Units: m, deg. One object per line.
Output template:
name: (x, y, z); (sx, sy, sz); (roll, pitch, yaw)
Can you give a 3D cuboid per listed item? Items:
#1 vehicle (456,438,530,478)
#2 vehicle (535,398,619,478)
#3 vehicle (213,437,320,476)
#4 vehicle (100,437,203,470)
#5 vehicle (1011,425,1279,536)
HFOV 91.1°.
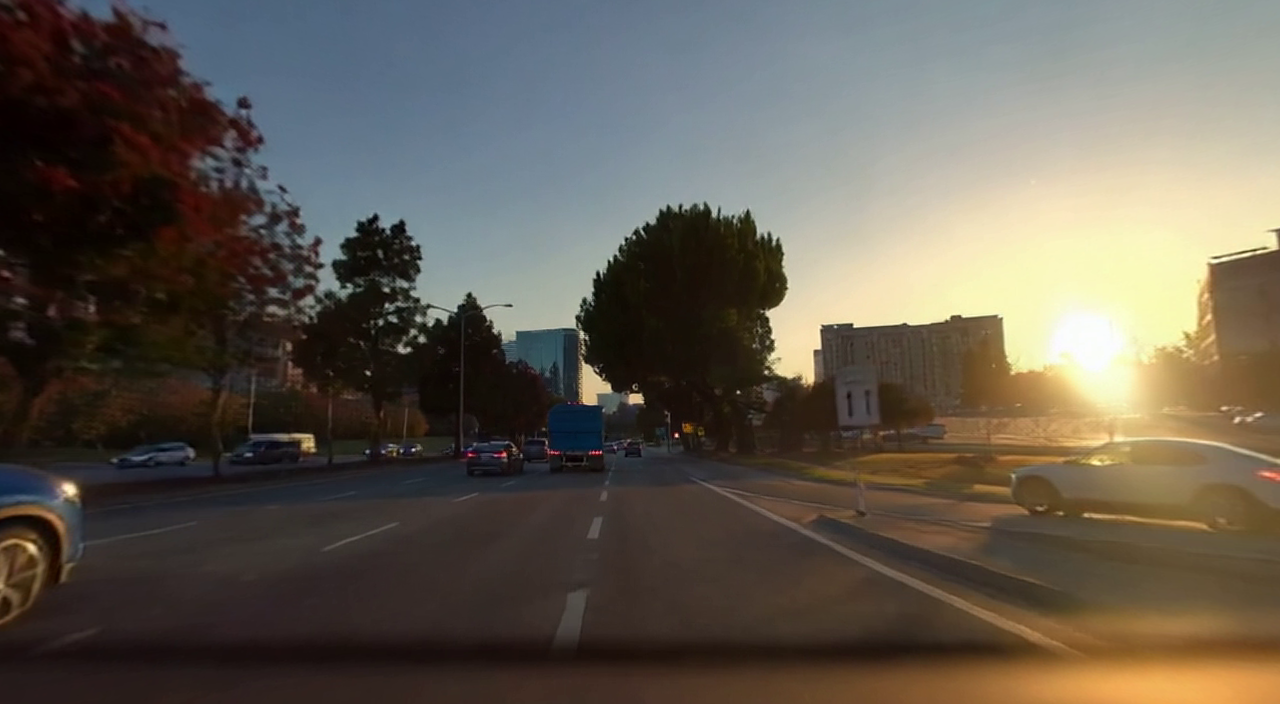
vehicle: (-5.809, 4.234, 25.292); (2.023, 1.483, 4.143); (0, -9, -1)
vehicle: (-2.511, 3.782, 27.397); (2.993, 3.051, 6.692); (0, -9, -1)
vehicle: (-15.719, 4.412, 26.786); (2.026, 1.523, 4.584); (1, -9, -5)
vehicle: (-32.524, 6.802, 42.118); (2.239, 2.033, 5.849); (0, -9, -1)
vehicle: (9.834, 2.238, 11.429); (2.140, 1.685, 4.720); (6, -10, -34)
